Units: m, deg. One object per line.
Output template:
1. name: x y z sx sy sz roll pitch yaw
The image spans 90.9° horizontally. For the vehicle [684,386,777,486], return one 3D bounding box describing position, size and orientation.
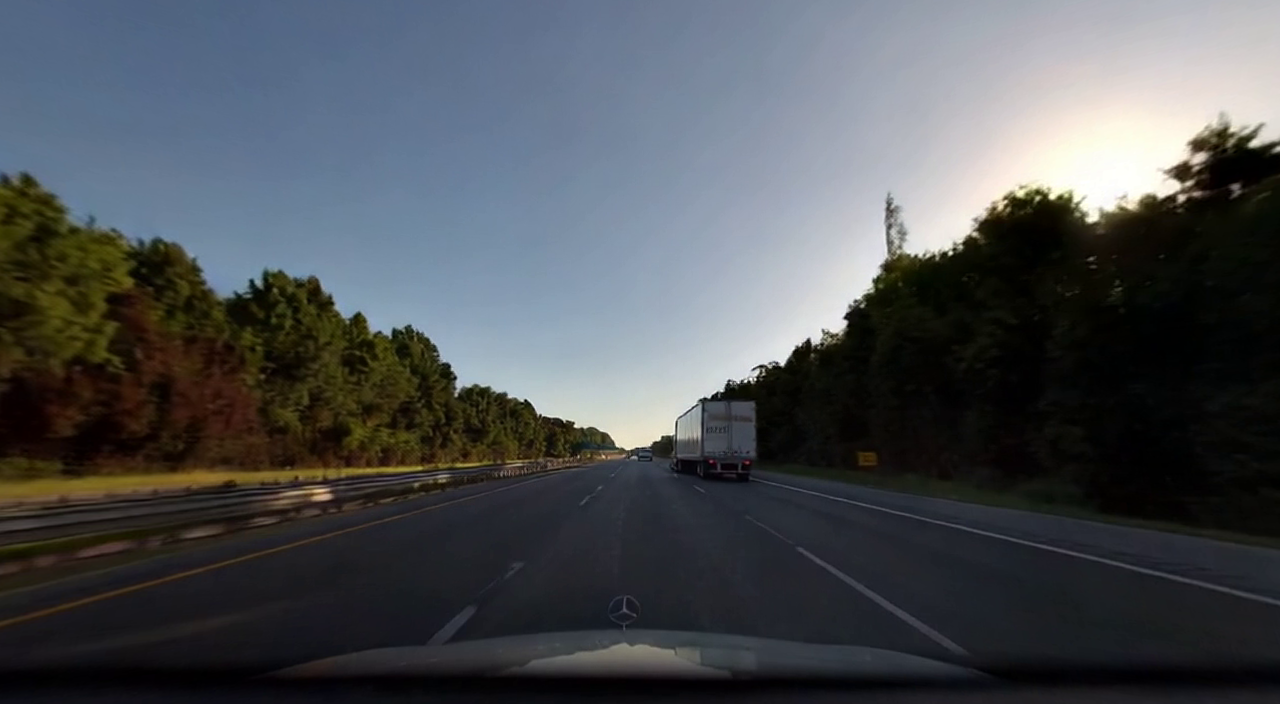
1. vehicle: 4.097 4.257 31.141 3.117 3.971 10.593 1 -9 1
